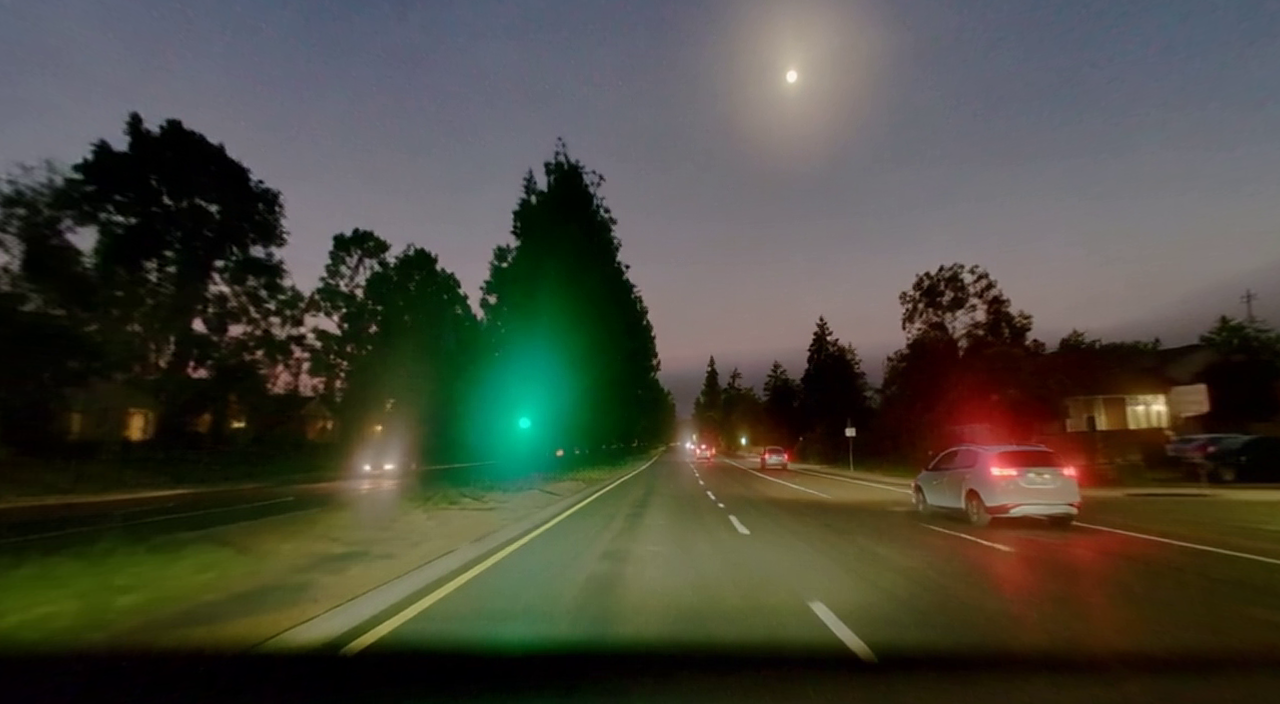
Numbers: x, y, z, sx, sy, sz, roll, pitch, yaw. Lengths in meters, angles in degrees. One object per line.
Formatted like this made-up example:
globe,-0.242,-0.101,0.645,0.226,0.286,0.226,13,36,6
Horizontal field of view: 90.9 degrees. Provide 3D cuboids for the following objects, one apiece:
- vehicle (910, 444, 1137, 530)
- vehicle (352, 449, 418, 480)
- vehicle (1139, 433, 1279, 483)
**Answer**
vehicle,7.486,2.621,12.971,1.855,1.444,4.389,0,-8,-1
vehicle,-15.694,6.916,39.051,2.026,1.690,4.656,0,-8,2
vehicle,21.521,3.911,23.531,2.011,1.661,4.712,0,-8,2
